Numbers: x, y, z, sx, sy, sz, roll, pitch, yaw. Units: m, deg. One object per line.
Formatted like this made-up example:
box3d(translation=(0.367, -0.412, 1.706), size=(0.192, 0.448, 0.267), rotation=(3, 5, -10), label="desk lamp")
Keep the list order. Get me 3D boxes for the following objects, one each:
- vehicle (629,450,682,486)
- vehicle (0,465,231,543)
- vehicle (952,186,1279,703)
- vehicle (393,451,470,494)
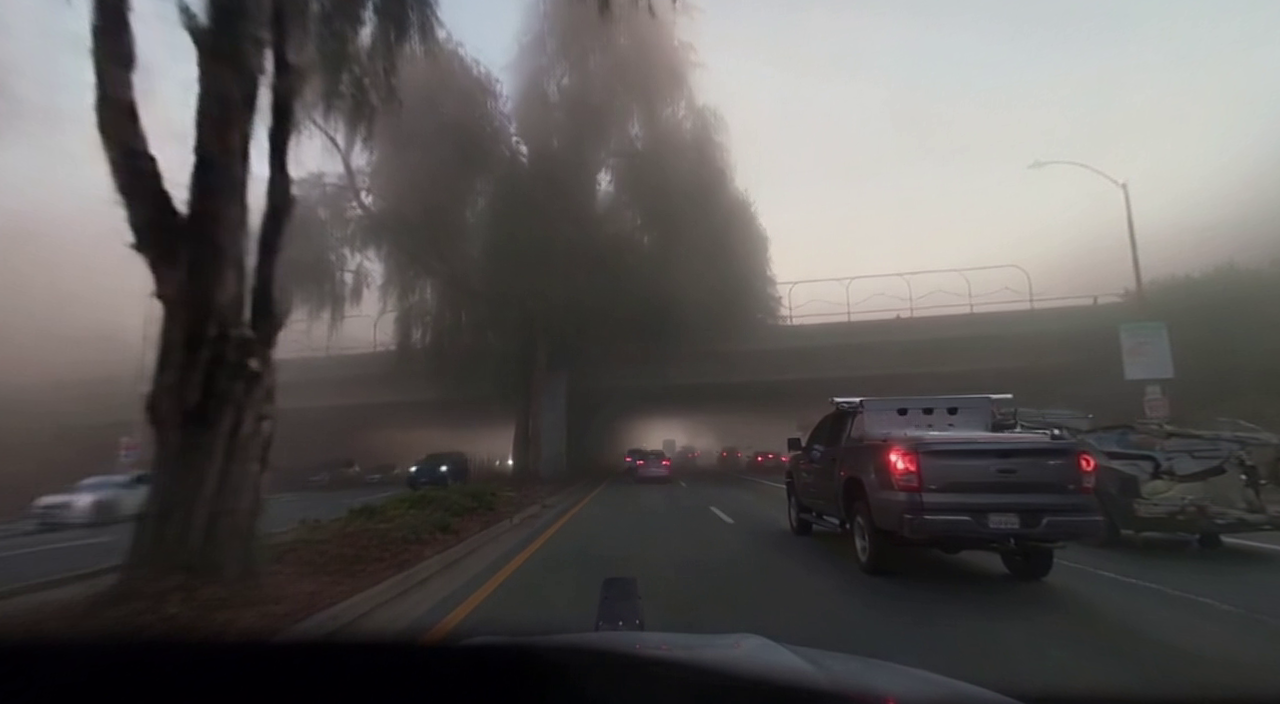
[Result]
box3d(translation=(0.620, 4.799, 26.364), size=(2.027, 1.341, 3.775), rotation=(0, -9, 1), label="vehicle")
box3d(translation=(-12.196, 3.509, 15.177), size=(1.798, 1.434, 4.356), rotation=(-1, -9, 0), label="vehicle")
box3d(translation=(3.558, 0.552, 2.010), size=(2.588, 2.321, 4.927), rotation=(0, -9, 1), label="vehicle")
box3d(translation=(-8.722, 5.036, 26.766), size=(1.897, 1.663, 3.838), rotation=(0, -9, 0), label="vehicle")
